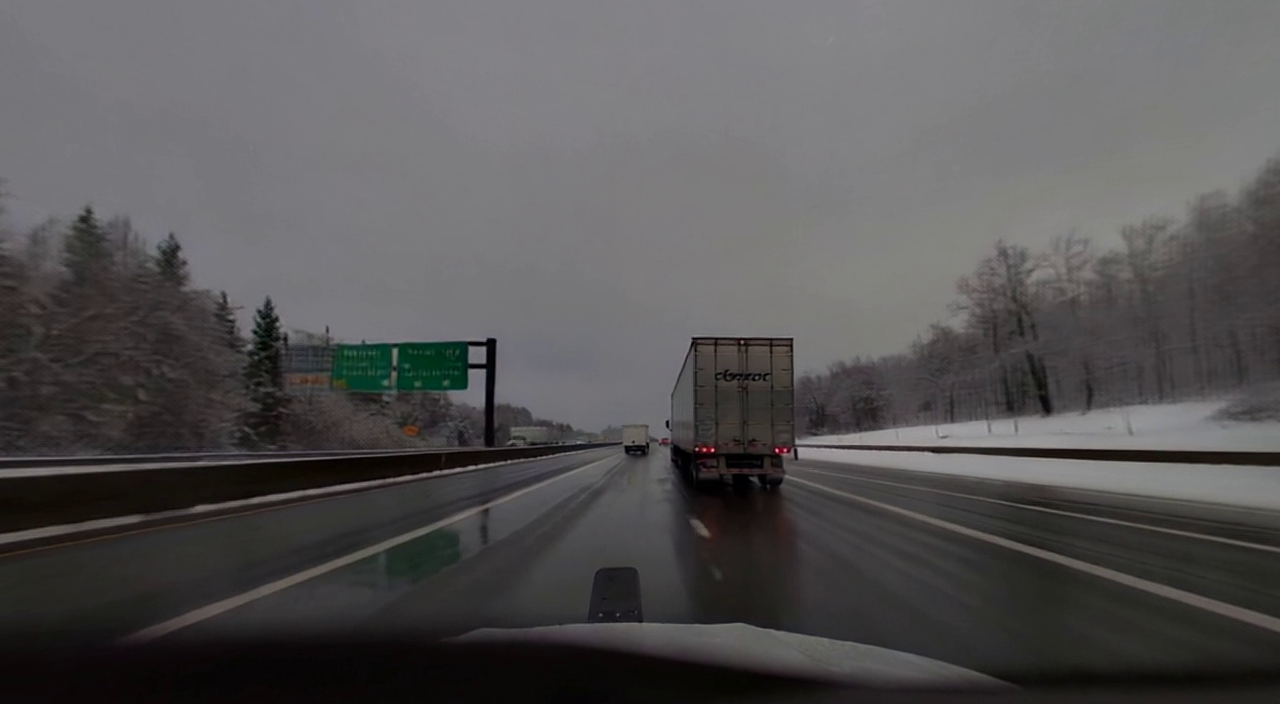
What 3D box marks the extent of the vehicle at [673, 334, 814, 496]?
[{"bbox_3d":[2.724,2.139,20.082,2.920,3.860,10.035,0,-8,1],"label":"vehicle"}]
